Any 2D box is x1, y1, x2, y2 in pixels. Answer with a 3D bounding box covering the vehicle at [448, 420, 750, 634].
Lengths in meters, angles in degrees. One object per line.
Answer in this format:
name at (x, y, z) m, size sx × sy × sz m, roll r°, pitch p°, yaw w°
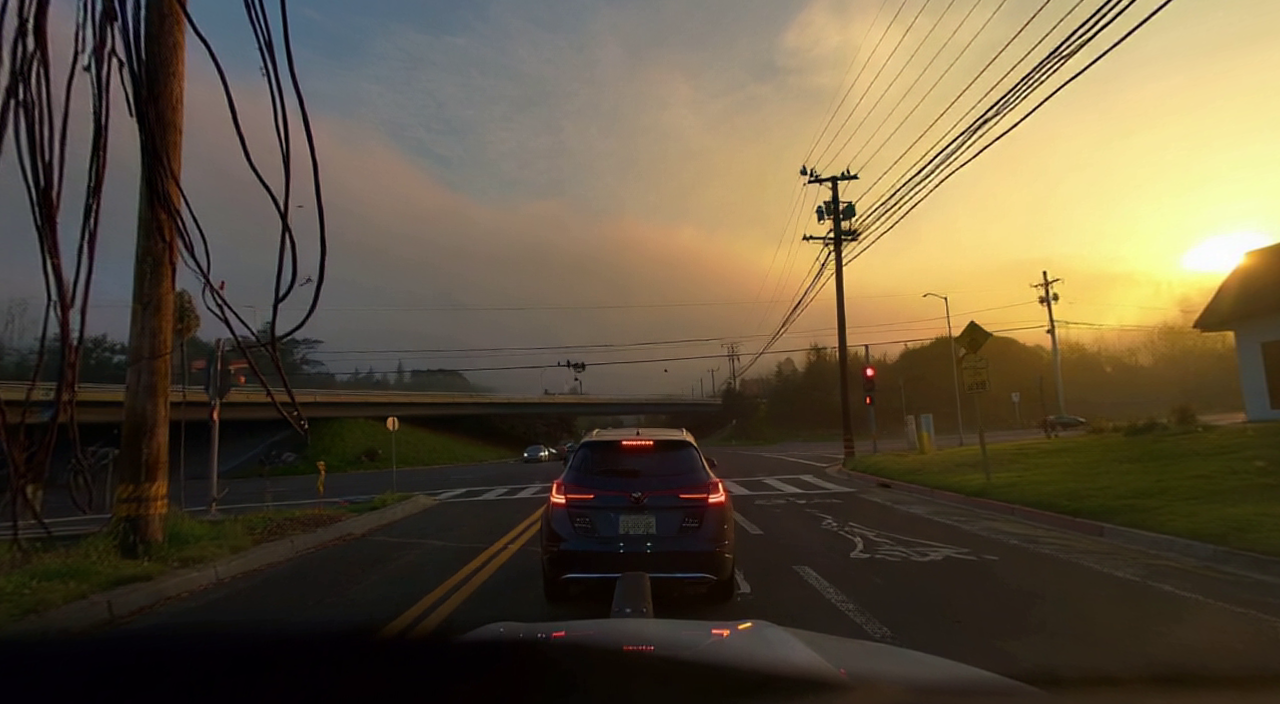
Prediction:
vehicle at (-0.249, 1.522, 6.450) m, size 2.090 × 1.458 × 4.033 m, roll -1°, pitch -9°, yaw 1°
